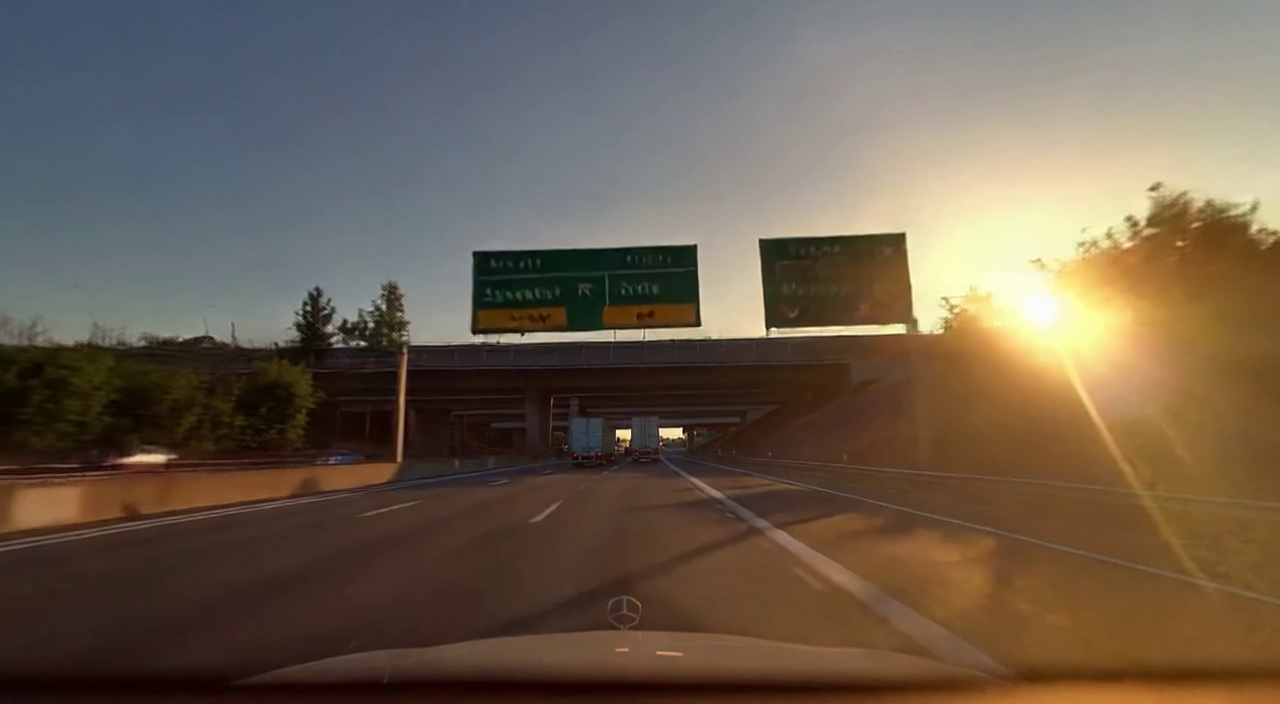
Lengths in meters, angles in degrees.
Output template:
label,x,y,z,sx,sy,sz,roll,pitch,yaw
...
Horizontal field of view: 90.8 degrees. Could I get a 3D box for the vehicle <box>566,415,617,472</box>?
label,x,y,z,sx,sy,sz,roll,pitch,yaw
vehicle,-2.971,5.891,40.397,2.696,3.266,7.062,0,-9,0
